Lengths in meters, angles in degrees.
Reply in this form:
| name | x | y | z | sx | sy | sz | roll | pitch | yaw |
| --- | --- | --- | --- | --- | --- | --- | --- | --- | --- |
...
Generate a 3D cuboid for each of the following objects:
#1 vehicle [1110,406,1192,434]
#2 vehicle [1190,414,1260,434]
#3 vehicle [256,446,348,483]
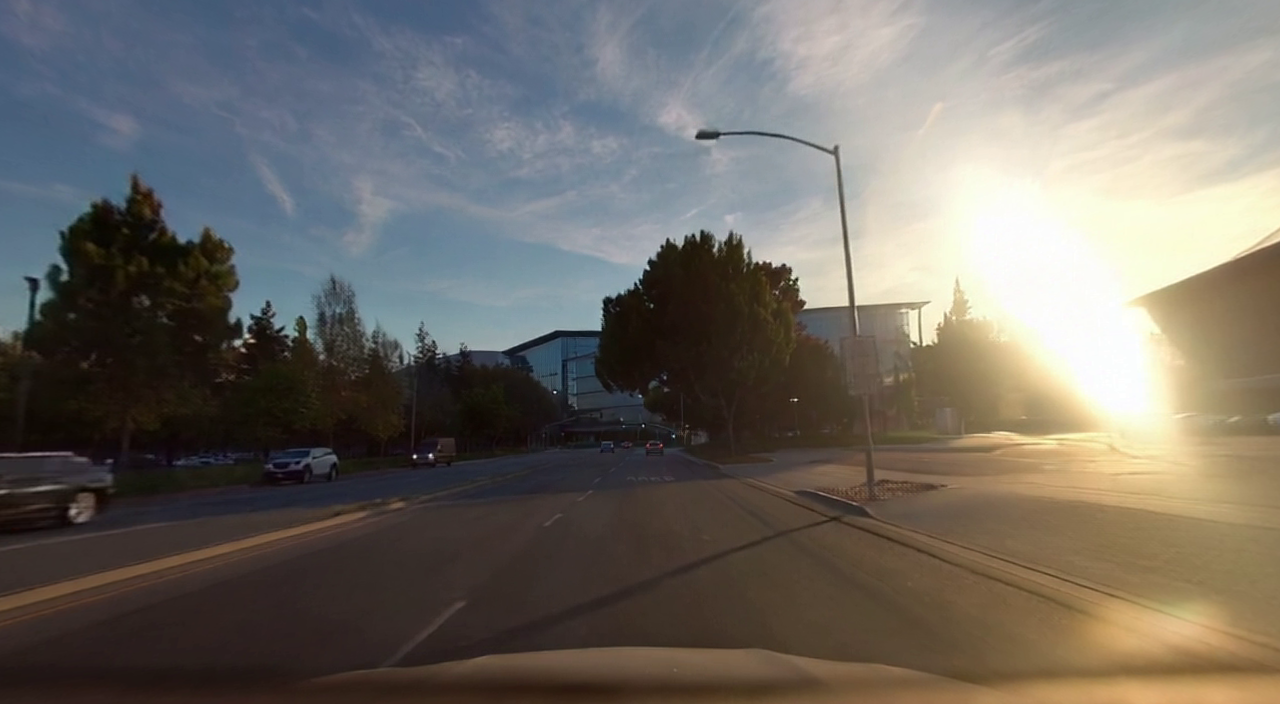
| name | x | y | z | sx | sy | sz | roll | pitch | yaw |
| --- | --- | --- | --- | --- | --- | --- | --- | --- | --- |
| vehicle | 39.851 | 5.386 | 49.162 | 1.882 | 1.686 | 5.050 | -3 | -10 | -3 |
| vehicle | 45.423 | 5.643 | 48.843 | 1.671 | 1.477 | 3.751 | 0 | -8 | -3 |
| vehicle | -17.269 | 5.723 | 32.396 | 2.112 | 1.754 | 4.740 | 0 | -8 | 0 |
